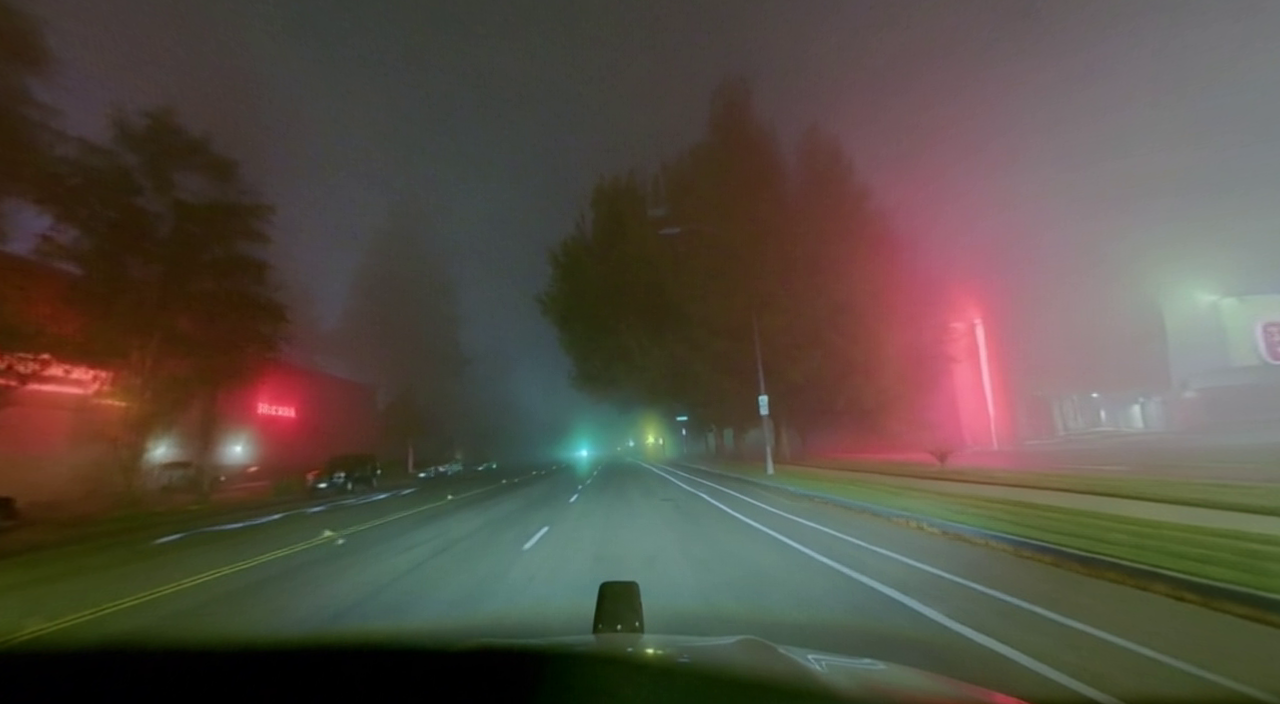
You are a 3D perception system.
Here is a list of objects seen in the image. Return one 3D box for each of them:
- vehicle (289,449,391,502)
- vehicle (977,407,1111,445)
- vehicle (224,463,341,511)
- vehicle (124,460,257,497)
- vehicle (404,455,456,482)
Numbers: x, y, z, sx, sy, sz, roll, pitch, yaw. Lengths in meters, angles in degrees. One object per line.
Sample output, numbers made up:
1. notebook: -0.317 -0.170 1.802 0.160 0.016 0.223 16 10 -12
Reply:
1. vehicle: -13.179 5.407 28.141 2.351 1.905 5.138 -4 -9 -4
2. vehicle: 24.083 4.539 37.997 2.392 1.996 6.238 5 -10 -33
3. vehicle: -12.901 4.848 23.131 1.958 1.457 4.254 0 -9 -3
4. vehicle: -25.302 7.114 35.735 5.661 1.896 2.302 0 -9 -2
5. vehicle: -13.565 7.519 41.169 1.897 1.564 4.875 0 -9 -2
